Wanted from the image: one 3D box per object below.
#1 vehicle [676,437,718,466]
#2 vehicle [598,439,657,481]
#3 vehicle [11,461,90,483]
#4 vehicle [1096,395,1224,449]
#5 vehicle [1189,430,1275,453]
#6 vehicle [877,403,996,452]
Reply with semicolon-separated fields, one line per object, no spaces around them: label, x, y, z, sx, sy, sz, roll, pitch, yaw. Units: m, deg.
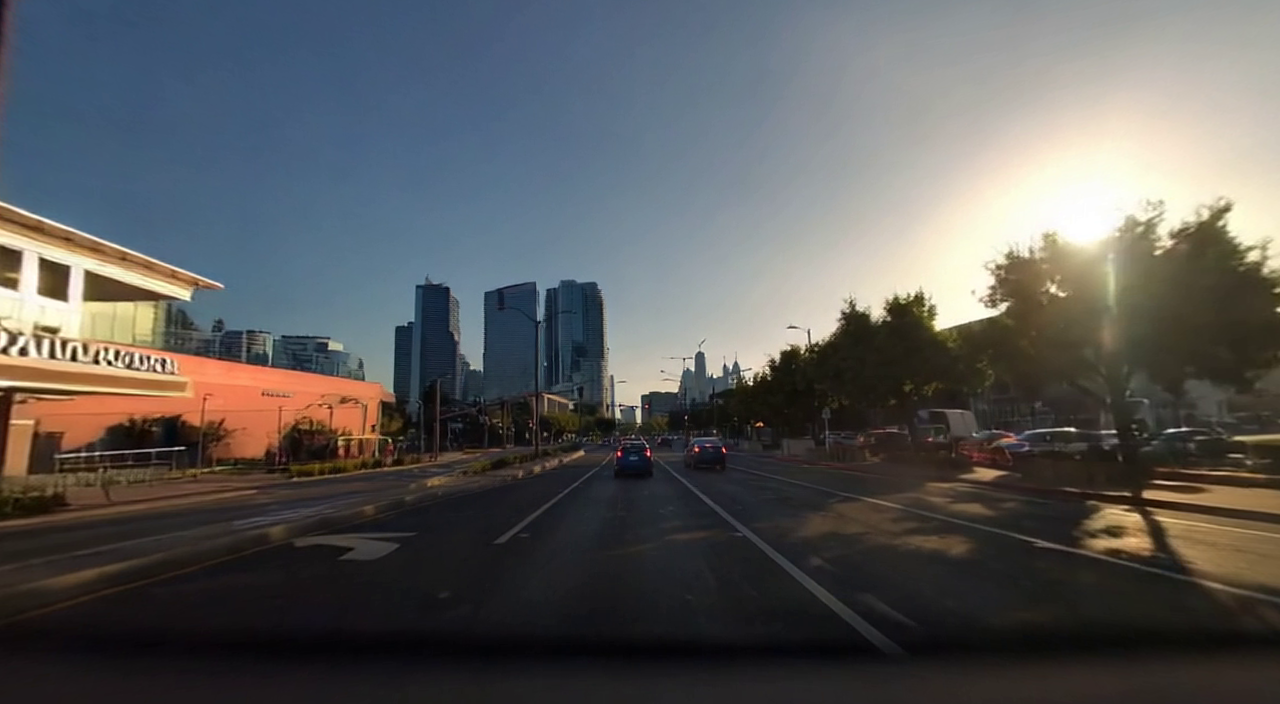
vehicle;3.492;6.185;39.519;2.100;1.683;4.231;0;-8;-1
vehicle;-0.480;4.181;24.743;2.110;1.476;4.294;0;-8;-1
vehicle;-42.955;8.737;46.080;3.776;1.466;1.846;0;-8;-2
vehicle;33.147;4.608;40.628;2.744;3.127;6.009;0;-10;-2
vehicle;38.362;5.832;41.085;1.656;1.427;4.042;0;-8;1
vehicle;21.082;5.440;45.206;7.049;3.319;2.728;0;-8;-1
